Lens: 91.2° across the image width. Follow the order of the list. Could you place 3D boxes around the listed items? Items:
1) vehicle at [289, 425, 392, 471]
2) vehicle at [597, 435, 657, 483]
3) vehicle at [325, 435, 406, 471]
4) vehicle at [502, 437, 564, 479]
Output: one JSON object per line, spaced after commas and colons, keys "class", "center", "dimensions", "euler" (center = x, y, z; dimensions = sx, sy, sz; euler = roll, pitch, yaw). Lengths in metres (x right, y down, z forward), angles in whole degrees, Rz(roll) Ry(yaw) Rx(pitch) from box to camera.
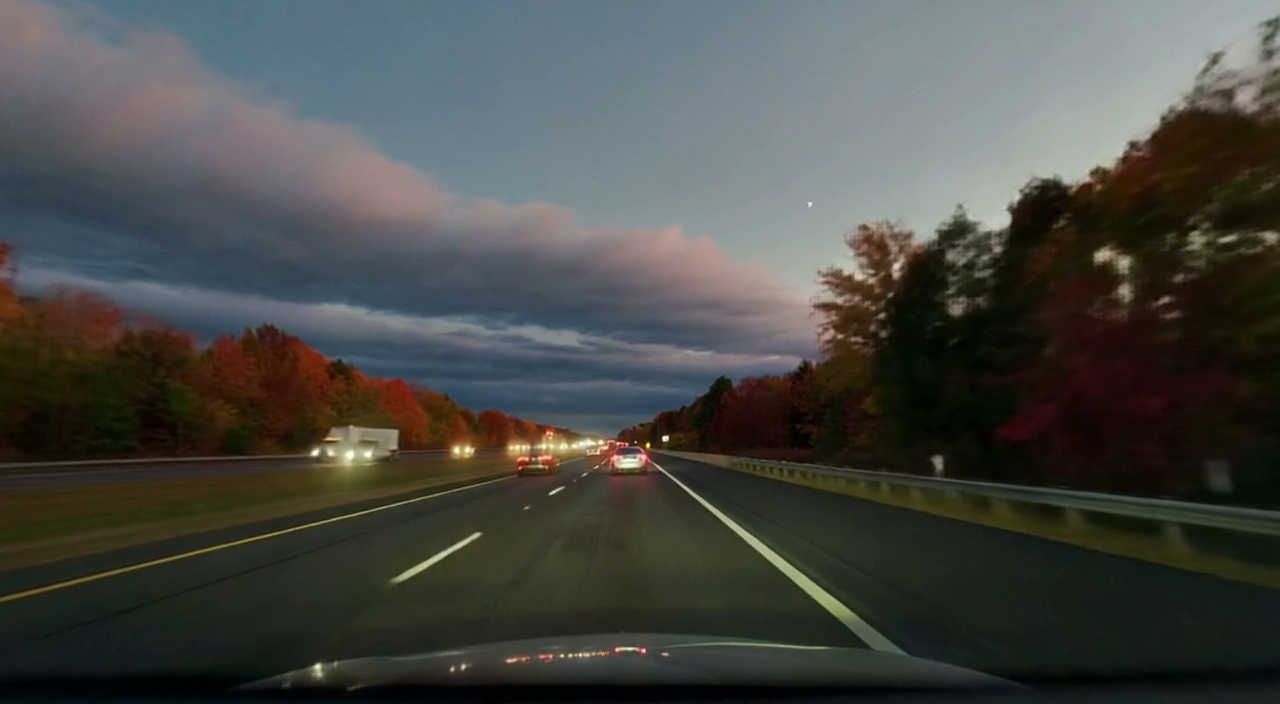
{"class": "vehicle", "center": [-17.720, 5.752, 37.715], "dimensions": [2.550, 2.436, 7.444], "euler": [-1, -9, -1]}
{"class": "vehicle", "center": [-0.481, 4.124, 24.295], "dimensions": [2.115, 1.661, 4.049], "euler": [0, -9, -1]}
{"class": "vehicle", "center": [-13.613, 5.047, 31.397], "dimensions": [2.003, 1.594, 4.599], "euler": [-1, -9, 0]}
{"class": "vehicle", "center": [-4.707, 4.769, 28.299], "dimensions": [1.974, 1.688, 4.727], "euler": [-1, -9, 0]}
